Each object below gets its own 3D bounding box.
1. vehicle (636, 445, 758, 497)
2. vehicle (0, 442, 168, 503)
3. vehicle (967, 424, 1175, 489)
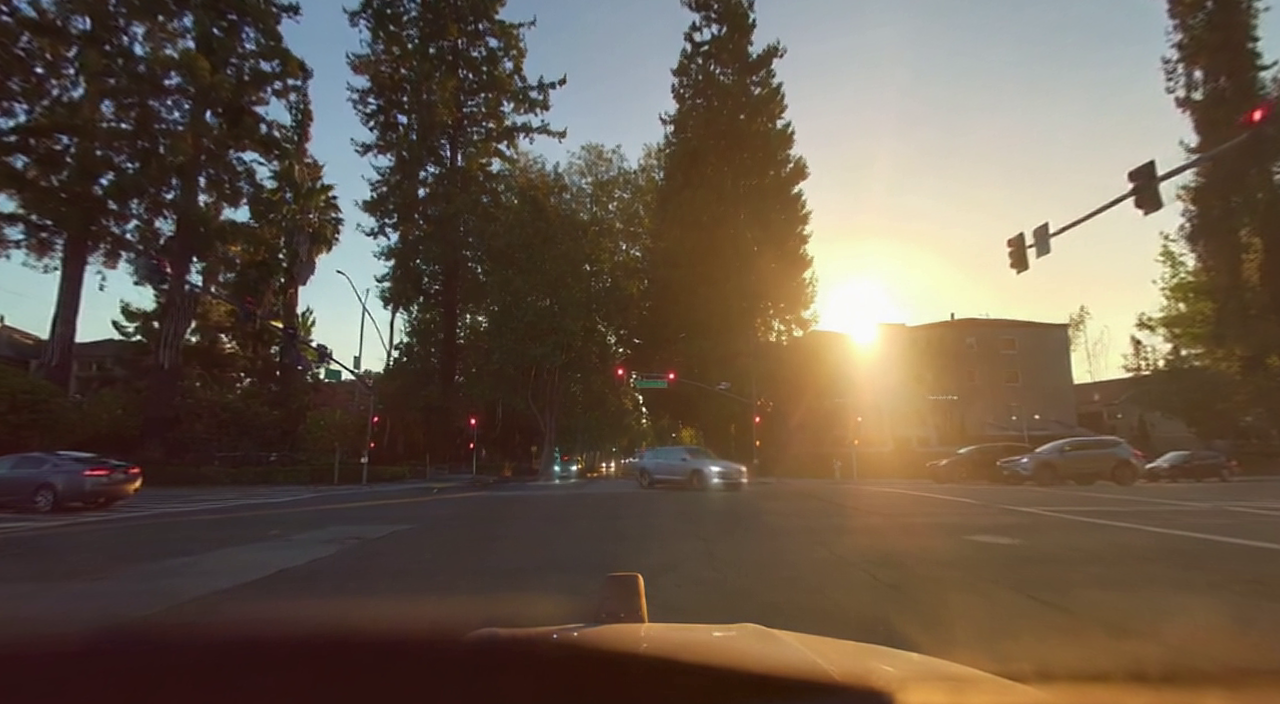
[{"bbox_3d":[2.016,4.421,24.010,2.162,1.740,4.728,5,-10,-32],"label":"vehicle"},{"bbox_3d":[-18.481,3.833,20.111,4.798,1.763,2.536,-1,-10,0],"label":"vehicle"},{"bbox_3d":[16.740,4.089,24.890,6.109,2.348,2.683,0,-9,1],"label":"vehicle"}]
